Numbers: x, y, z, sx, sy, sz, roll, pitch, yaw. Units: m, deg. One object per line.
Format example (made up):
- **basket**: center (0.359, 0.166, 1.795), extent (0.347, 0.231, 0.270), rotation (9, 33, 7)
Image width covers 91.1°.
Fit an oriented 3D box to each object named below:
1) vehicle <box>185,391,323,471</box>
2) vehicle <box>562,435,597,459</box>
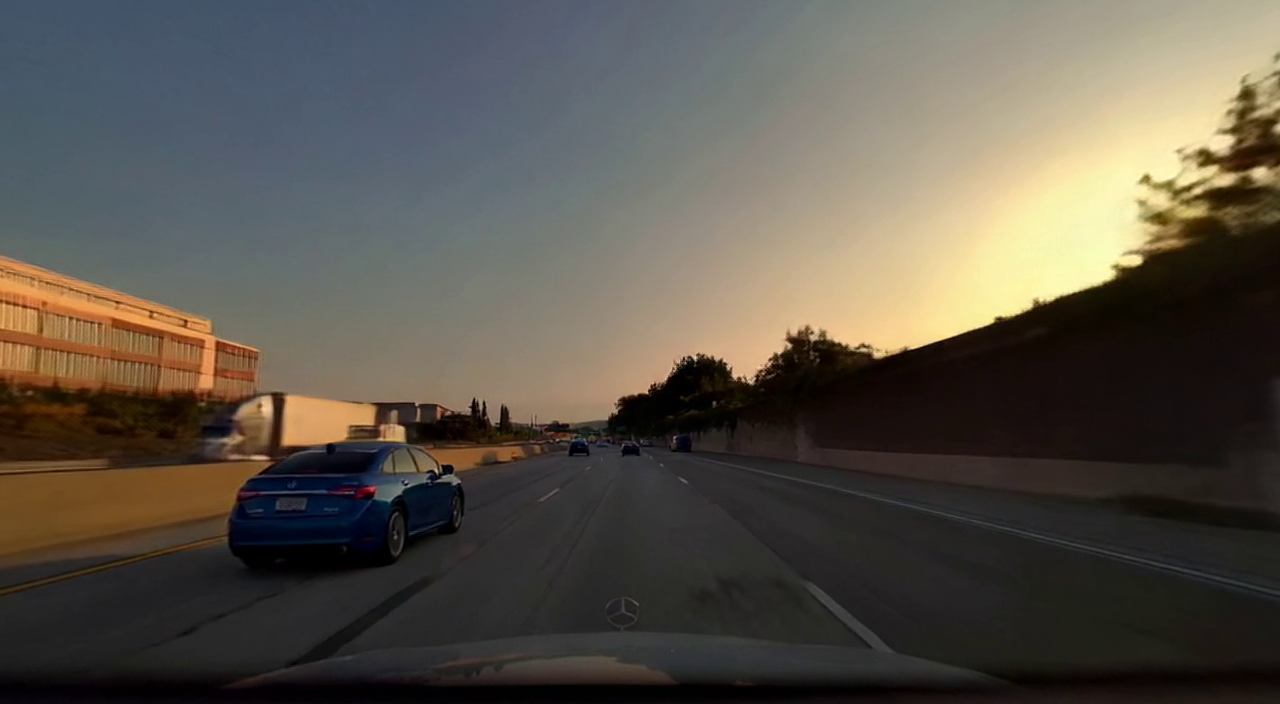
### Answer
- **vehicle**: center (-20.999, 4.381, 34.716), extent (3.613, 3.912, 6.088), rotation (-1, -8, 0)
- **vehicle**: center (-4.415, 7.042, 46.715), extent (2.271, 1.626, 4.463), rotation (0, -8, -1)
